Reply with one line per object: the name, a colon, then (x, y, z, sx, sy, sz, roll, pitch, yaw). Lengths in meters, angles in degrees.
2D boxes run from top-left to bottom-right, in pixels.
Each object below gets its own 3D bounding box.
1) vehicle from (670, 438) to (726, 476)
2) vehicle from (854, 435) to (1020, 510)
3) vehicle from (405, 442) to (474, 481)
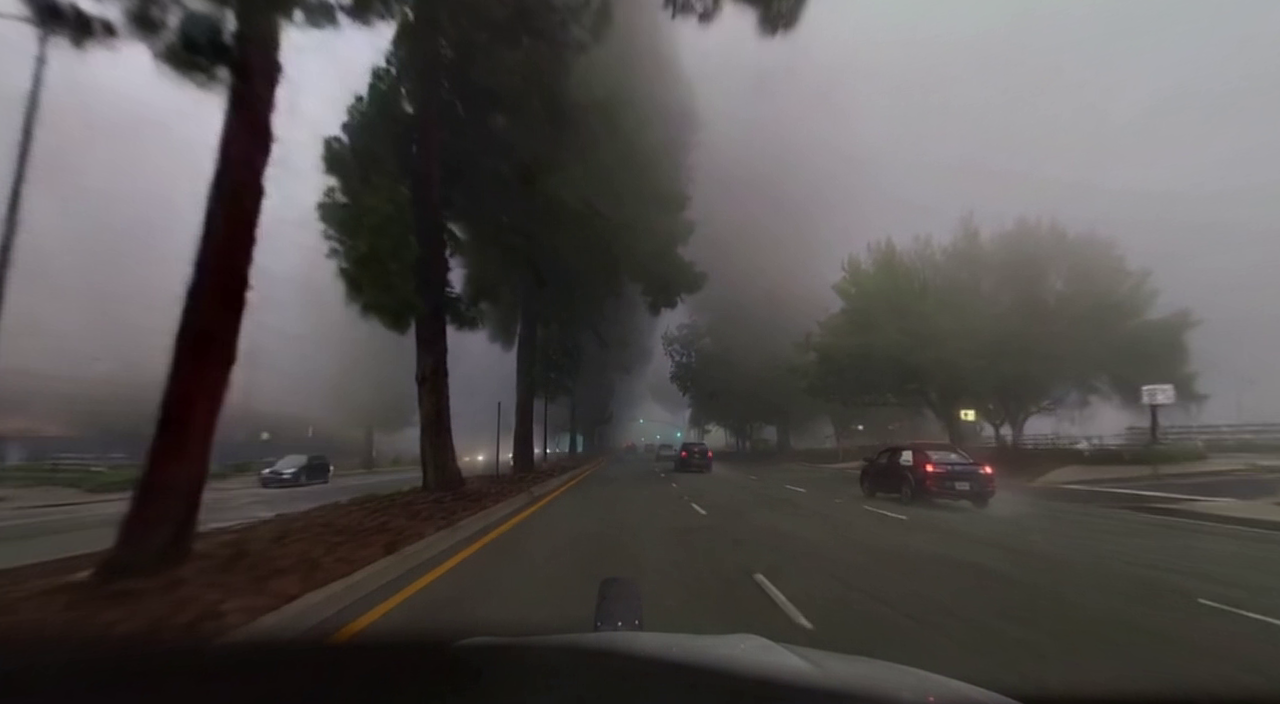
vehicle: (2.629, 4.909, 29.622, 2.161, 1.676, 4.151, 0, -9, -1)
vehicle: (6.852, 2.796, 15.107, 1.886, 1.528, 4.169, 0, -9, -1)
vehicle: (-9.426, 5.177, 29.939, 1.968, 1.684, 4.265, 0, -9, -2)
